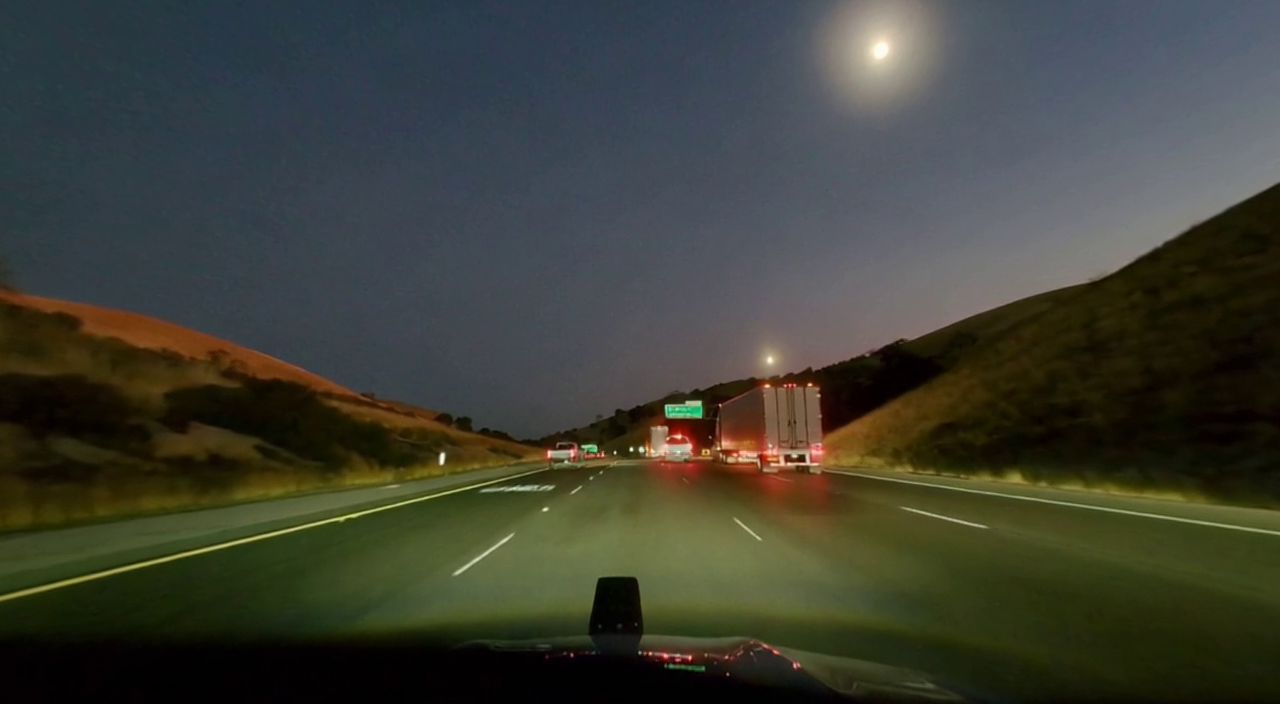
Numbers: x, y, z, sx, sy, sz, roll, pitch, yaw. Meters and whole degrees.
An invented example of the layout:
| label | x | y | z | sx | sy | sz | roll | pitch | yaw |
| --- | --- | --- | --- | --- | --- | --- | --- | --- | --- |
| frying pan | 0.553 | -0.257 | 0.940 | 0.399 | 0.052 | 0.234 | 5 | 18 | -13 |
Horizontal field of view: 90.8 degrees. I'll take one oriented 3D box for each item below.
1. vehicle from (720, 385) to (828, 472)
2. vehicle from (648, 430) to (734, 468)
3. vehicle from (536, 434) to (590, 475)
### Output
| label | x | y | z | sx | sy | sz | roll | pitch | yaw |
| --- | --- | --- | --- | --- | --- | --- | --- | --- | --- |
| vehicle | 7.524 | 4.948 | 38.893 | 2.935 | 4.187 | 16.357 | 0 | -9 | -1 |
| vehicle | 3.126 | 6.055 | 39.507 | 5.075 | 2.277 | 2.365 | 0 | -9 | -2 |
| vehicle | -3.950 | 5.373 | 33.297 | 2.193 | 1.977 | 4.759 | 0 | -9 | 0 |
